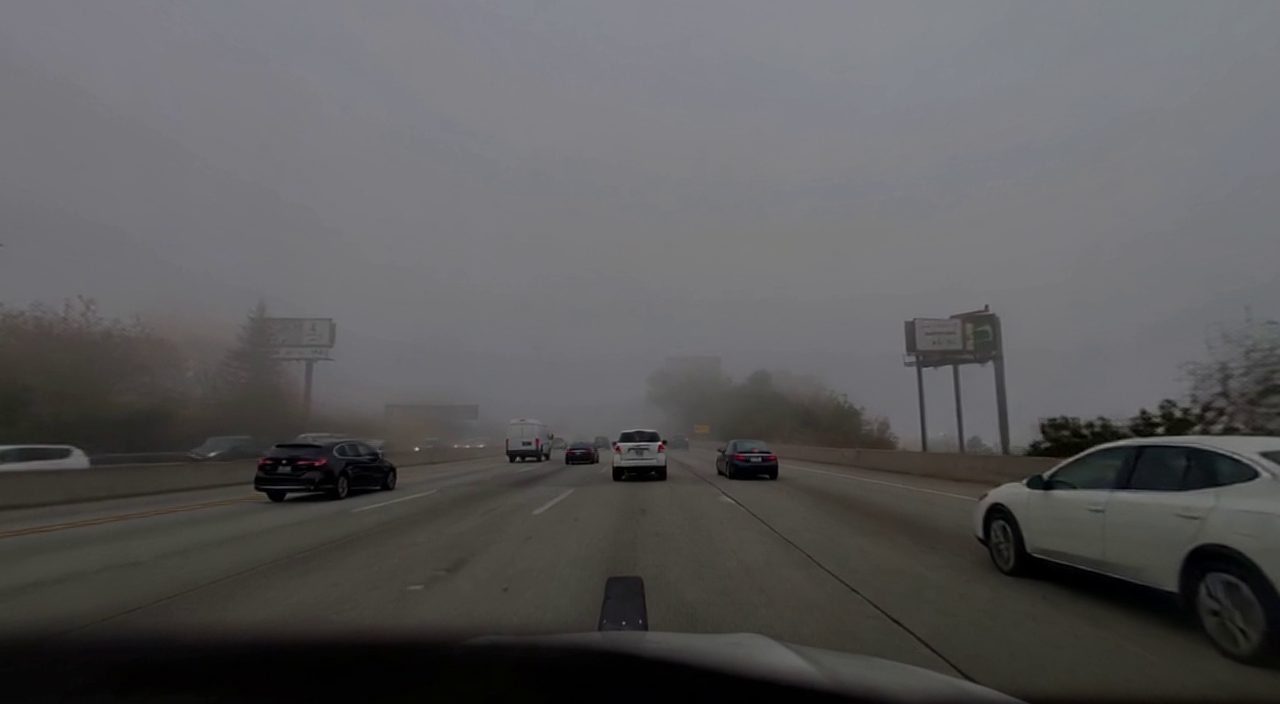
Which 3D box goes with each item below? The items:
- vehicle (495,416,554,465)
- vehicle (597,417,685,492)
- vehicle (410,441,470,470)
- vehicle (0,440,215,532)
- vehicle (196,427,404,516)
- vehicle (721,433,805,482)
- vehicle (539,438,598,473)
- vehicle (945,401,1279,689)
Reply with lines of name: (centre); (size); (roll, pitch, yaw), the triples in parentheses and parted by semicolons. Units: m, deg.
vehicle: (-7.077, 5.569, 39.647); (2.358, 2.817, 7.055); (0, -8, 0)
vehicle: (0.060, 2.926, 18.243); (2.209, 1.863, 4.626); (0, -8, 1)
vehicle: (-10.930, 5.674, 34.758); (1.923, 1.480, 3.905); (0, -8, 1)
vehicle: (-10.960, 2.470, 12.373); (1.970, 1.441, 4.555); (0, -8, 1)
vehicle: (-7.148, 2.542, 13.952); (2.021, 1.632, 4.417); (0, -8, 2)
vehicle: (4.029, 3.536, 21.486); (1.942, 1.487, 4.518); (0, -8, 0)
vehicle: (-3.258, 4.792, 29.542); (2.079, 1.499, 4.512); (0, -8, 2)
vehicle: (4.280, 1.181, 4.489); (1.915, 1.482, 4.537); (0, -8, 0)
